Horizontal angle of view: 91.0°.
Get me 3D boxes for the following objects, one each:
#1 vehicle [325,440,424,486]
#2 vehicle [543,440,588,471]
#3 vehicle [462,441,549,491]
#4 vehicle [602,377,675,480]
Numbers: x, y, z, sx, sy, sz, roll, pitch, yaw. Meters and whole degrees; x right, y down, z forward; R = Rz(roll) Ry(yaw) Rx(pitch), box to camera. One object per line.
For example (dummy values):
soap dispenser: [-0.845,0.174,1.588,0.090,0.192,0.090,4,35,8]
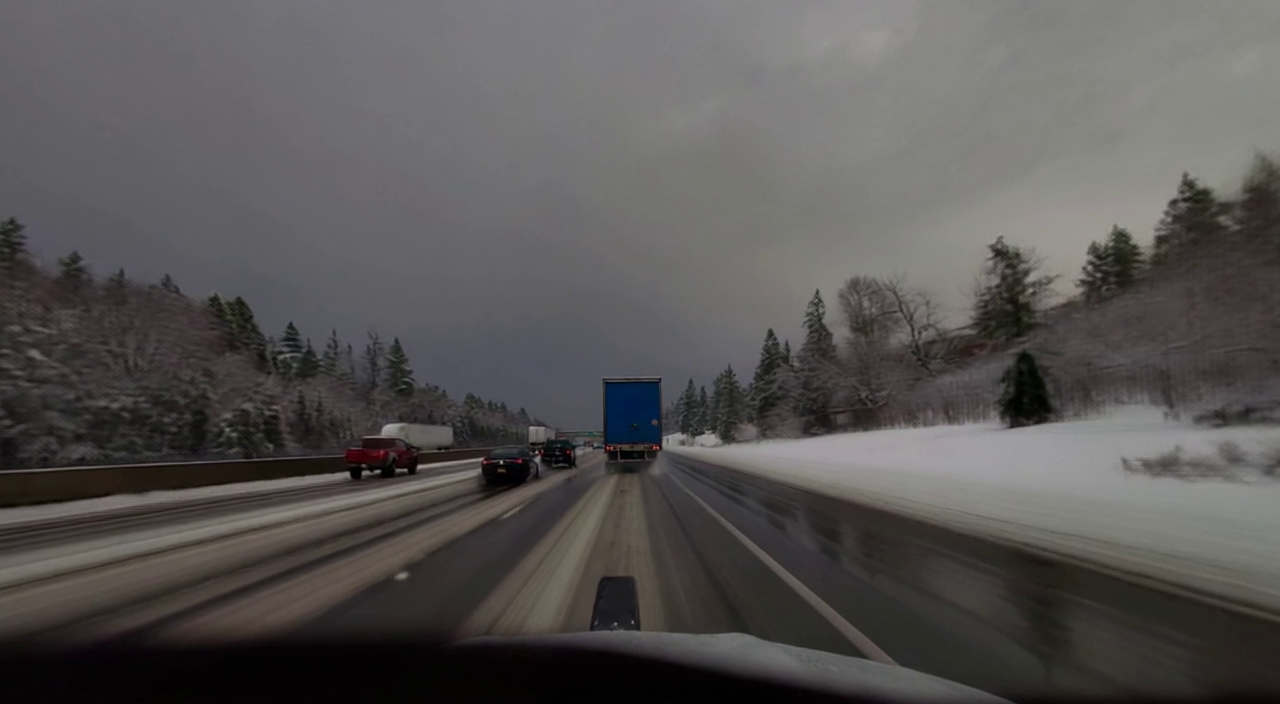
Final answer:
vehicle: [-10.002,4.197,24.118,1.952,1.590,4.090,-1,-8,1]
vehicle: [-4.320,6.043,37.120,2.158,1.680,4.087,0,-8,0]
vehicle: [-4.605,3.952,22.232,2.164,1.582,3.979,0,-8,1]
vehicle: [-0.314,3.820,30.714,2.913,4.113,10.724,0,-8,-3]
